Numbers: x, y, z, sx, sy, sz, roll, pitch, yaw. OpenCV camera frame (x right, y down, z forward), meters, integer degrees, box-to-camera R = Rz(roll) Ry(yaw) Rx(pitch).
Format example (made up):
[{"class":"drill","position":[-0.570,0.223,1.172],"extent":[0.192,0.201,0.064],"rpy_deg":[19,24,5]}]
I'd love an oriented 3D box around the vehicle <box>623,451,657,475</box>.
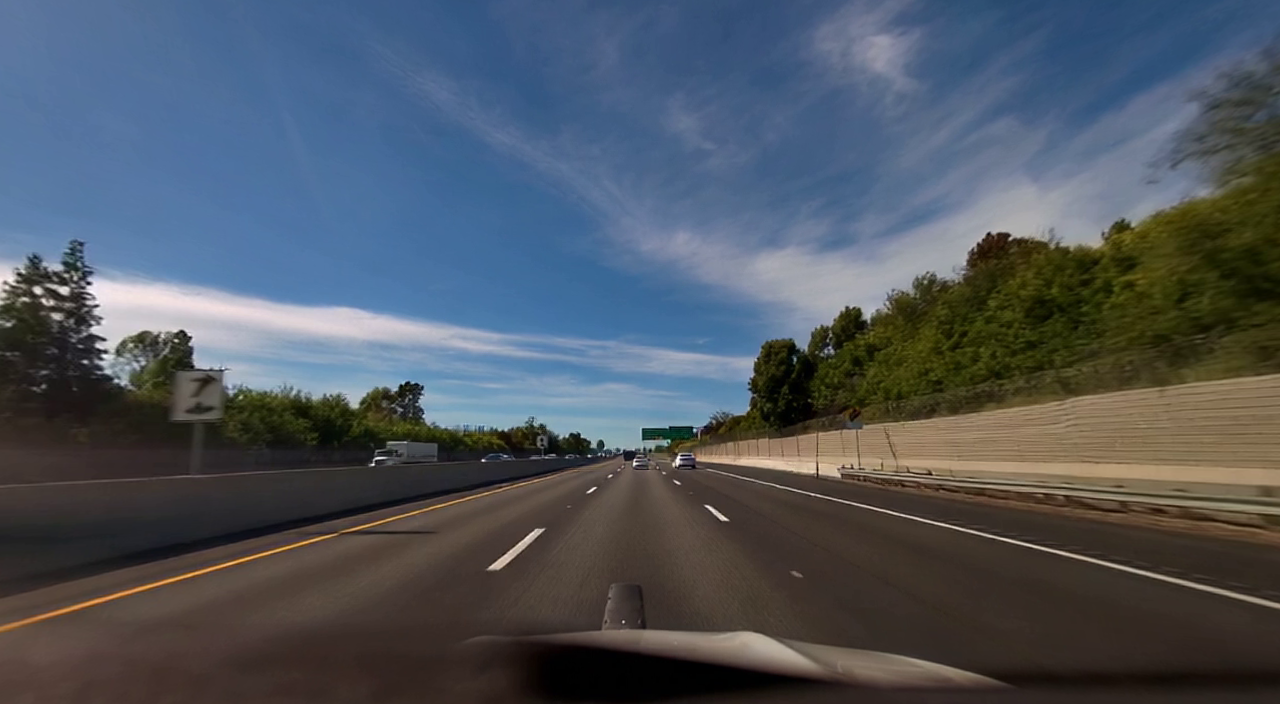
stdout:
[{"class":"vehicle","position":[-0.052,7.045,40.175],"extent":[2.065,1.400,4.028],"rpy_deg":[0,-9,-2]}]
